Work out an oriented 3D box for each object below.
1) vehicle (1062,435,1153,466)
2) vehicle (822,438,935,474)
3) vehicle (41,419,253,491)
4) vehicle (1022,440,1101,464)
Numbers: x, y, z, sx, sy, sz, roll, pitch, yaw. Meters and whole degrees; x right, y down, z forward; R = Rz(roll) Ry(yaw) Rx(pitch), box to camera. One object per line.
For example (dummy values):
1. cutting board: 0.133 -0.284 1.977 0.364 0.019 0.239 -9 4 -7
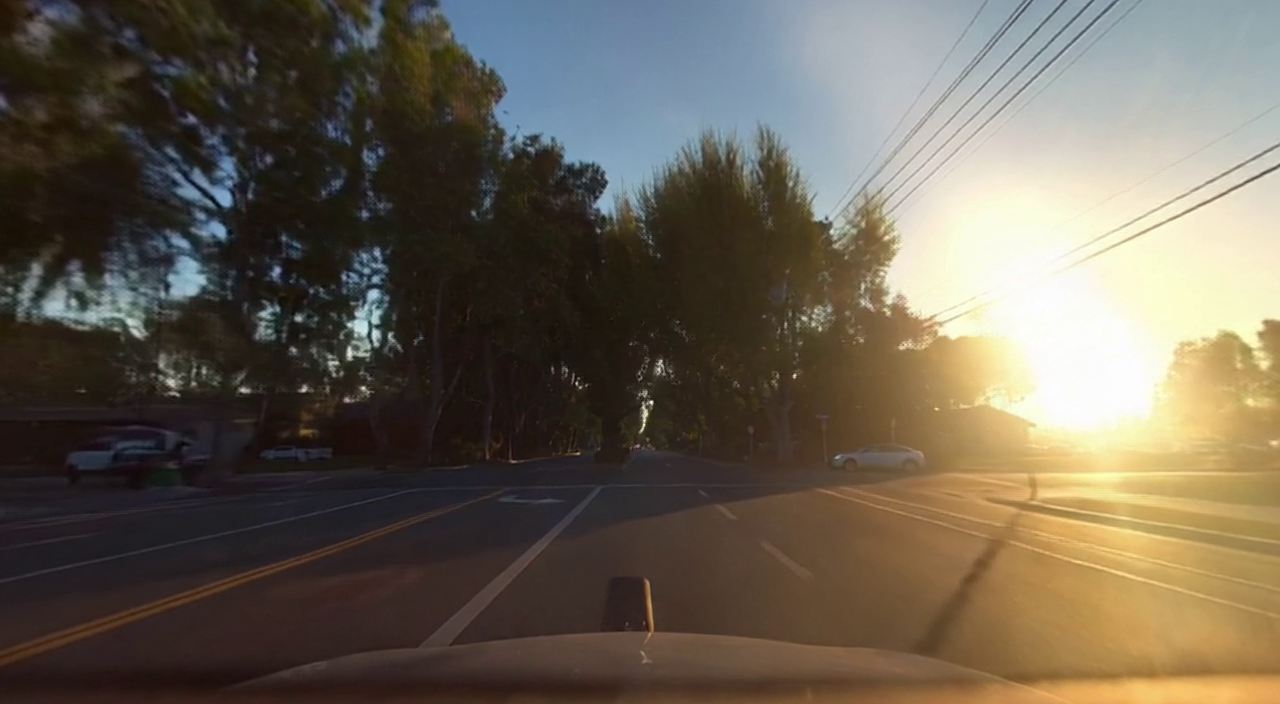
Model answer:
1. vehicle: 29.881 6.296 40.495 2.034 1.878 4.781 0 -8 -2
2. vehicle: 11.350 4.975 30.239 4.565 1.600 2.023 1 -9 -5
3. vehicle: -20.556 4.315 26.562 6.794 2.863 2.387 0 -8 1
4. vehicle: 27.304 6.471 41.004 1.787 1.465 4.681 0 -8 -2
